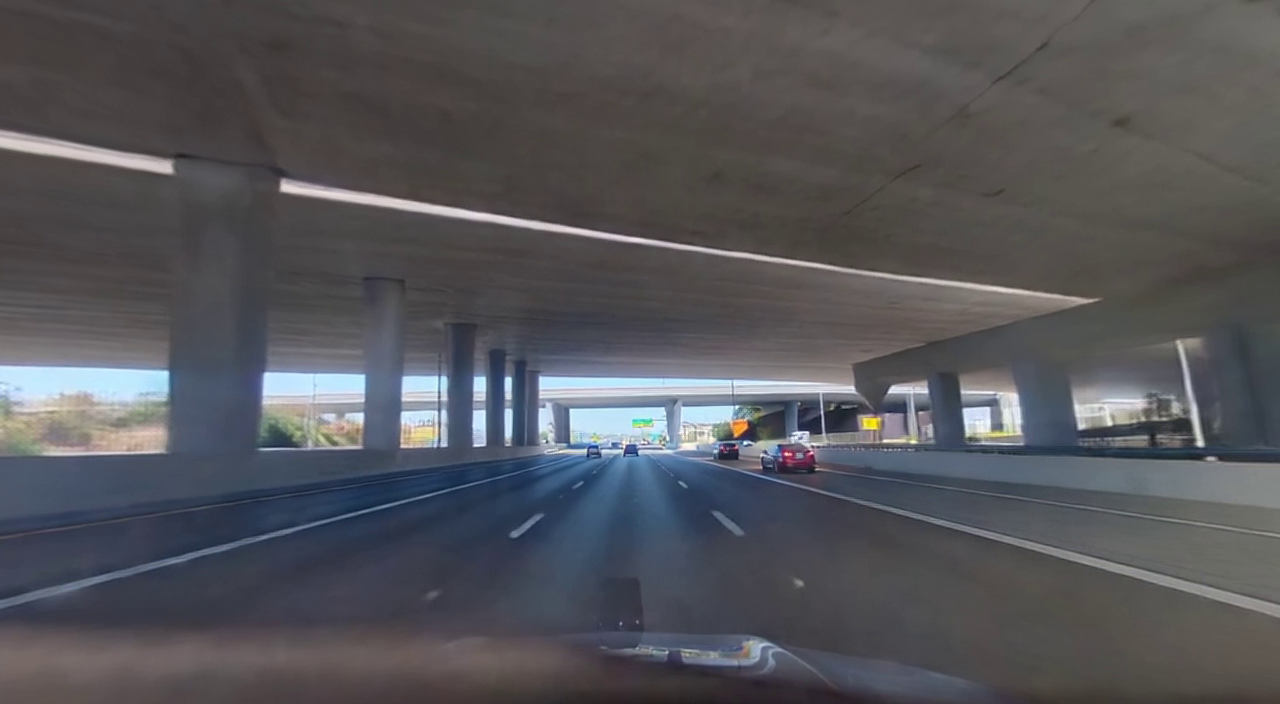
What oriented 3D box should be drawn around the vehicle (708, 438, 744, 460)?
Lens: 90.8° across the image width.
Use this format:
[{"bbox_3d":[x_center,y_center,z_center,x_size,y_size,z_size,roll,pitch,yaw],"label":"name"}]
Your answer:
[{"bbox_3d":[6.652,7.586,49.337,2.075,1.611,4.421,0,-8,-2],"label":"vehicle"}]
